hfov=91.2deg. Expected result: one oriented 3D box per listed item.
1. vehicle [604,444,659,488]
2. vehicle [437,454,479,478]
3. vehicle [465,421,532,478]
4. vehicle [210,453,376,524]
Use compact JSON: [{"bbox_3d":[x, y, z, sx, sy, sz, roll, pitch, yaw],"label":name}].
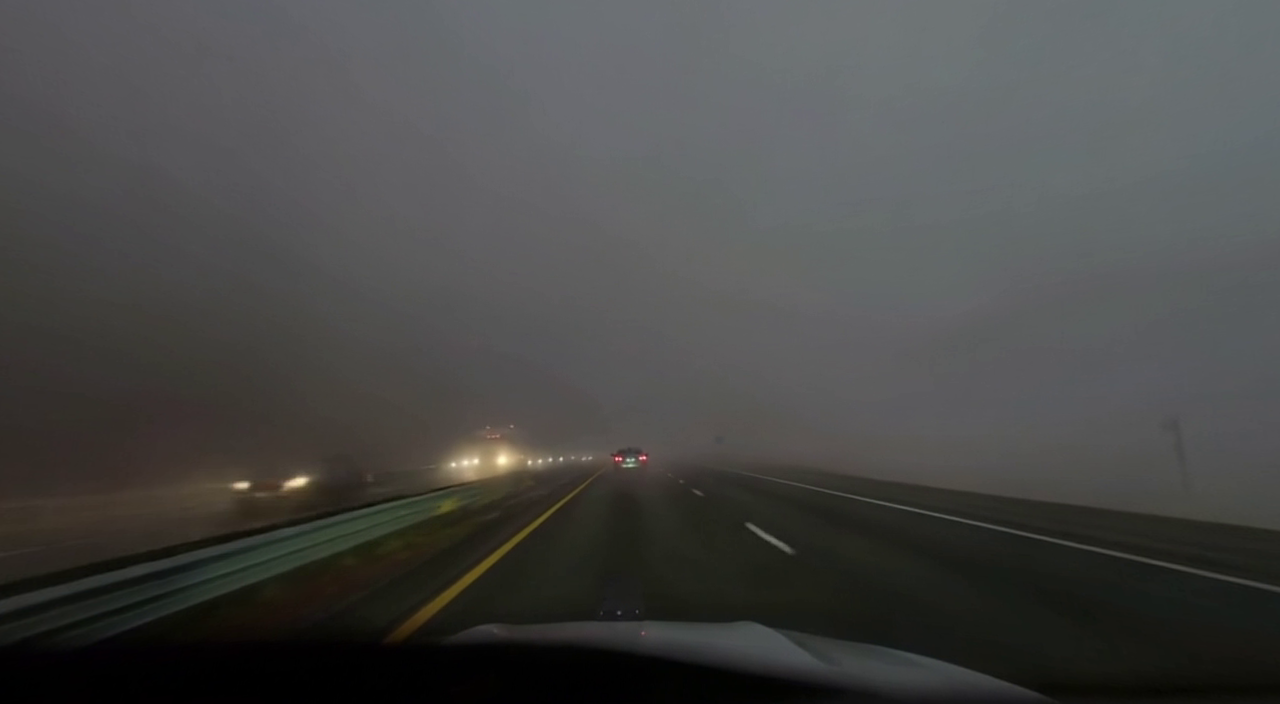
[{"bbox_3d":[-0.336,4.352,24.306,1.971,1.518,4.108,0,-9,-1],"label":"vehicle"},{"bbox_3d":[-13.804,8.613,47.735,1.905,1.666,4.272,0,-9,0],"label":"vehicle"},{"bbox_3d":[-9.067,6.376,41.025,2.739,3.387,7.184,0,-9,-1],"label":"vehicle"},{"bbox_3d":[-8.662,3.401,16.140,1.893,1.519,4.127,0,-9,0],"label":"vehicle"}]
